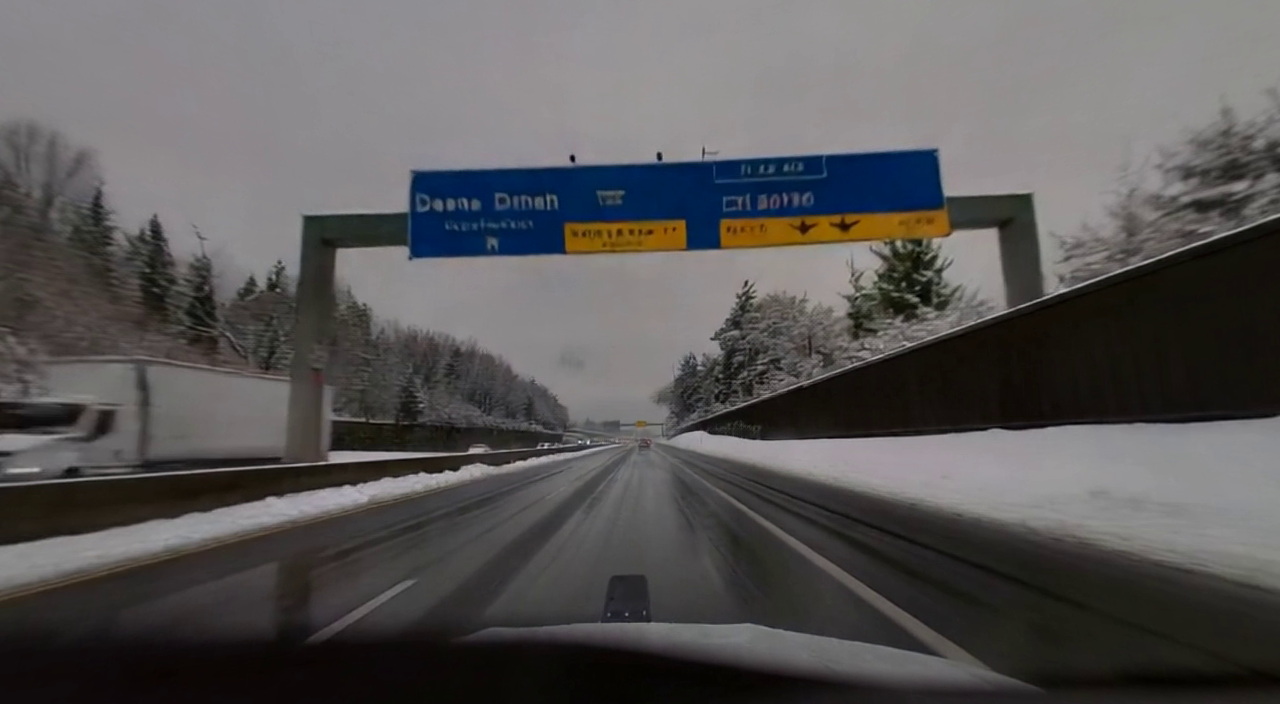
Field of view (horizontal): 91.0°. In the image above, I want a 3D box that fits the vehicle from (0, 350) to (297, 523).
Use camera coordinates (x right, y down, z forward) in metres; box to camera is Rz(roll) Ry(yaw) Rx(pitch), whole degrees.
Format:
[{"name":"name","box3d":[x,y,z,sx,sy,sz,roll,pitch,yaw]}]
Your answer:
[{"name":"vehicle","box3d":[-14.689,2.556,18.927,2.975,3.820,9.856,0,-8,1]}]
